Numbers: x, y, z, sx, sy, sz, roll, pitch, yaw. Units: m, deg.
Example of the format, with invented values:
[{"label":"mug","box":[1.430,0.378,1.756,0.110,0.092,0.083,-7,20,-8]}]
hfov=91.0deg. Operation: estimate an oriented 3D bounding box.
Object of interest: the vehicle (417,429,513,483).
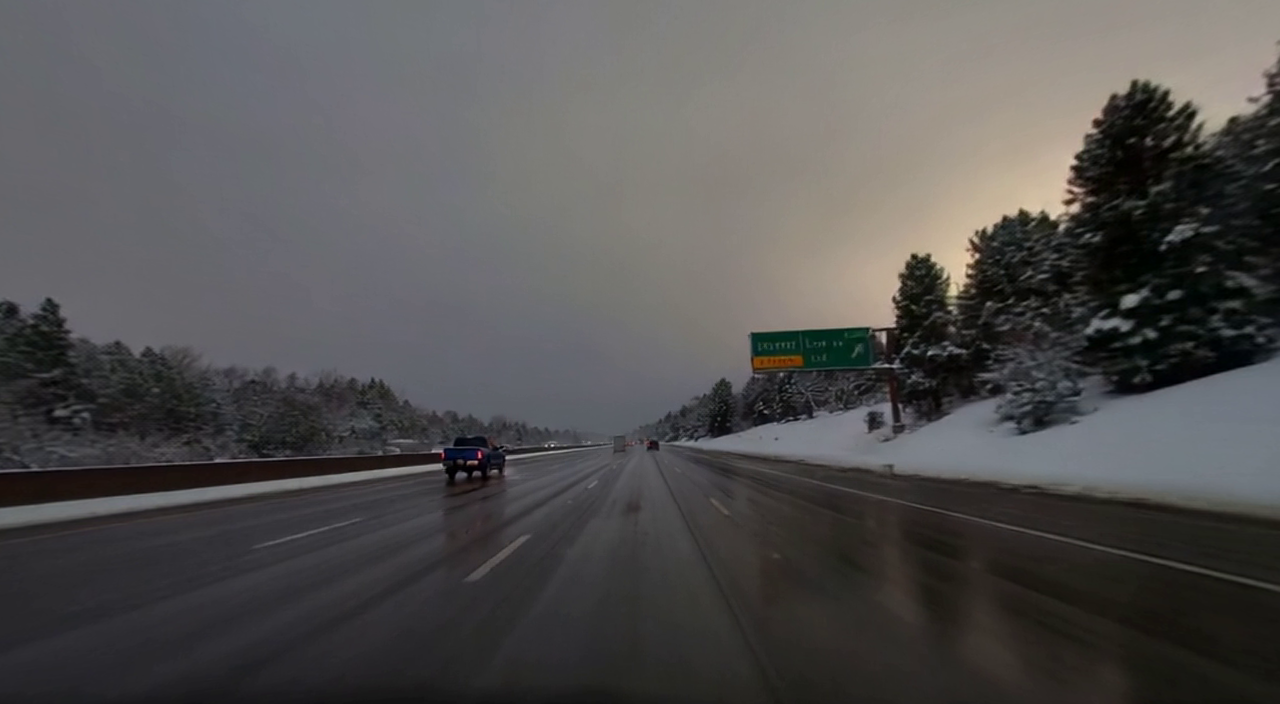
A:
[{"label":"vehicle","box":[-6.865,4.152,25.482,2.260,1.917,5.499,0,-9,0]}]
